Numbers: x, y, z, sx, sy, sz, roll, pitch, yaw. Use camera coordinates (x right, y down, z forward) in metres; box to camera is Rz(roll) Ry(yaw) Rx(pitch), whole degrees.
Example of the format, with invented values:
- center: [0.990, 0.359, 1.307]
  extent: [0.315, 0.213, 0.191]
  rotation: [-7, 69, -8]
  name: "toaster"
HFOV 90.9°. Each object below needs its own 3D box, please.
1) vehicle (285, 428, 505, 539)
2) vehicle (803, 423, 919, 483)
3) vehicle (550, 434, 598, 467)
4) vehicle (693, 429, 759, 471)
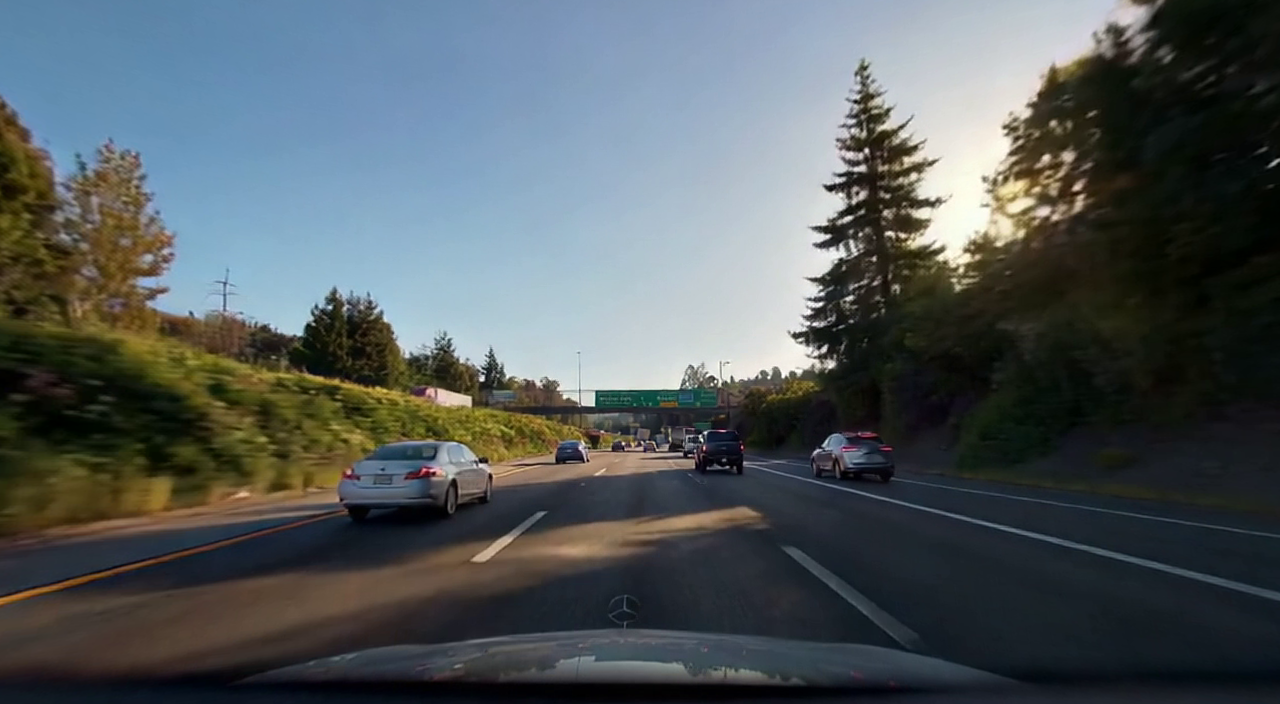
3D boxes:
- center: [-3.745, 2.068, 10.563]
  extent: [1.978, 1.473, 4.073]
  rotation: [0, -8, 1]
  name: "vehicle"
- center: [7.984, 3.723, 23.577]
  extent: [2.291, 1.968, 5.662]
  rotation: [0, -8, 0]
  name: "vehicle"
- center: [-3.413, 5.205, 33.452]
  extent: [2.020, 1.628, 4.248]
  rotation: [0, -8, 1]
  name: "vehicle"
- center: [4.215, 4.924, 31.974]
  extent: [2.517, 1.935, 5.552]
  rotation: [0, -8, -1]
  name: "vehicle"
